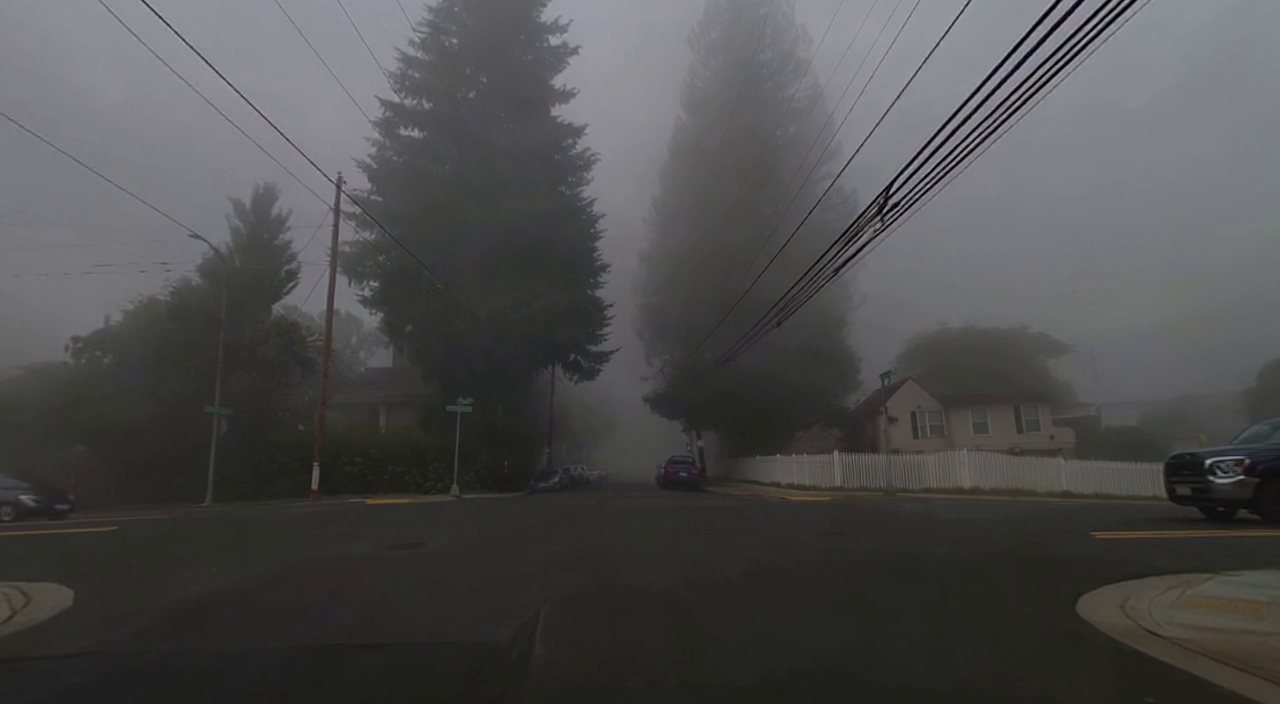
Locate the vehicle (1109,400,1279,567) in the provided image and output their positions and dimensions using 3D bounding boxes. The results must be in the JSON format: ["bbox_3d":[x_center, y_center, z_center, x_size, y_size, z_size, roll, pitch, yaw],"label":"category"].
[{"bbox_3d":[9.694,1.689,8.565,4.677,1.949,2.334,-1,-8,3],"label":"vehicle"}]

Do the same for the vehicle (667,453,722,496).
[{"bbox_3d":[2.586,5.957,31.075,2.051,1.874,4.459,0,-8,-3],"label":"vehicle"}]

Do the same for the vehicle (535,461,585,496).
[{"bbox_3d":[-4.295,6.933,34.647,2.189,1.771,4.571,0,-11,-1],"label":"vehicle"}]
